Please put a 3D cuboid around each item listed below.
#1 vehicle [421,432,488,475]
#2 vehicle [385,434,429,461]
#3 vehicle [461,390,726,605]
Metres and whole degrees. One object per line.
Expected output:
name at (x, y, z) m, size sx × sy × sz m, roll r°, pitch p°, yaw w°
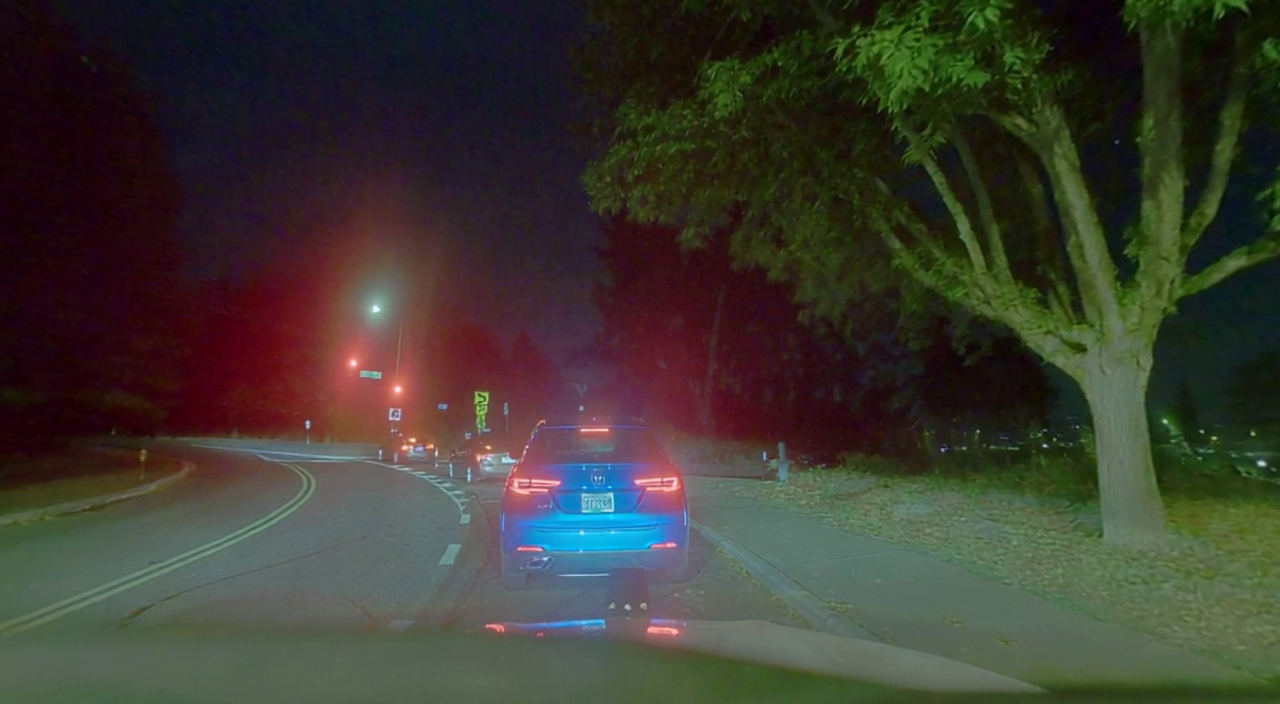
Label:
vehicle at (-7.294, 3.922, 24.491) m, size 1.902 × 1.536 × 3.662 m, roll 4°, pitch -9°, yaw -25°
vehicle at (-13.737, 5.595, 36.908) m, size 1.863 × 1.488 × 4.426 m, roll 4°, pitch -9°, yaw -26°
vehicle at (-0.682, 1.455, 7.194) m, size 2.134 × 1.671 × 4.147 m, roll 1°, pitch -8°, yaw -10°
